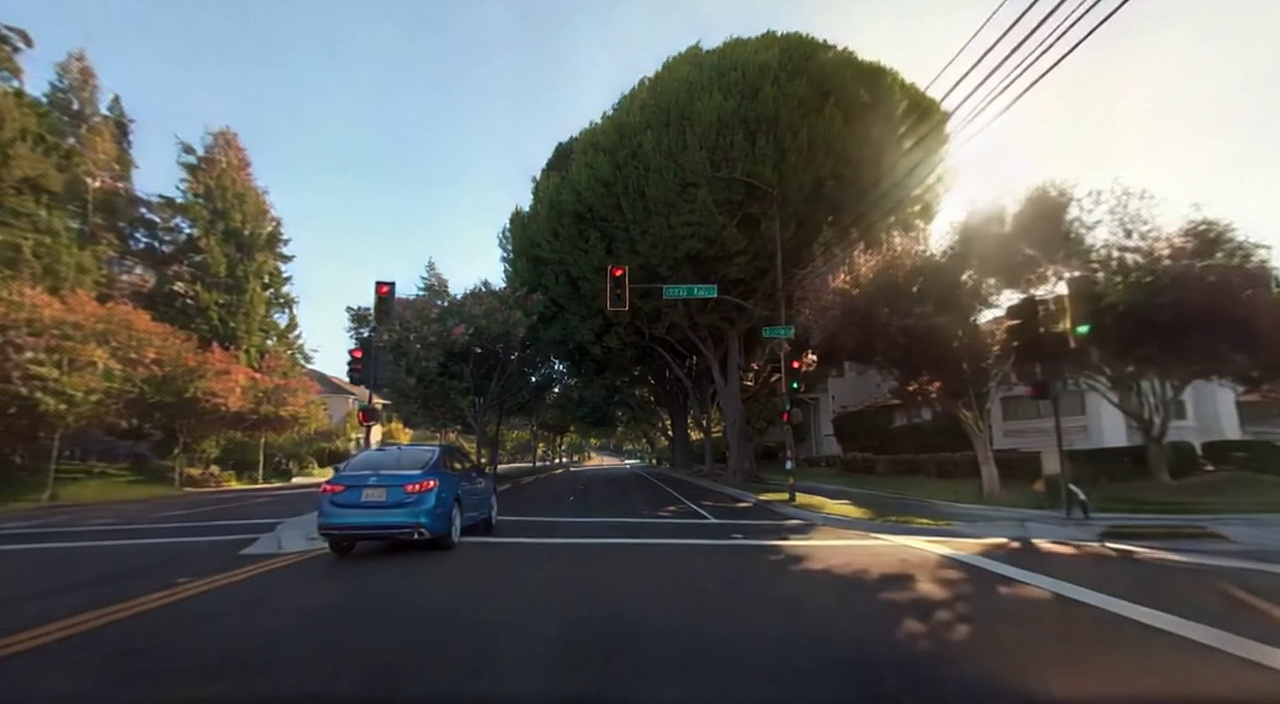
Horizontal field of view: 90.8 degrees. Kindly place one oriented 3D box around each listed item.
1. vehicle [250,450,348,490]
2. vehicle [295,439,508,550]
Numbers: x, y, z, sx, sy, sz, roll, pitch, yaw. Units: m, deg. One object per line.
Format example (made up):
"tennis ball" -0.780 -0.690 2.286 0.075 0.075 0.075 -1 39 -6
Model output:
"vehicle" -17.873 6.180 33.520 2.228 1.879 5.638 0 -9 -3
"vehicle" -3.795 2.326 11.097 1.980 1.508 4.502 0 -9 0
